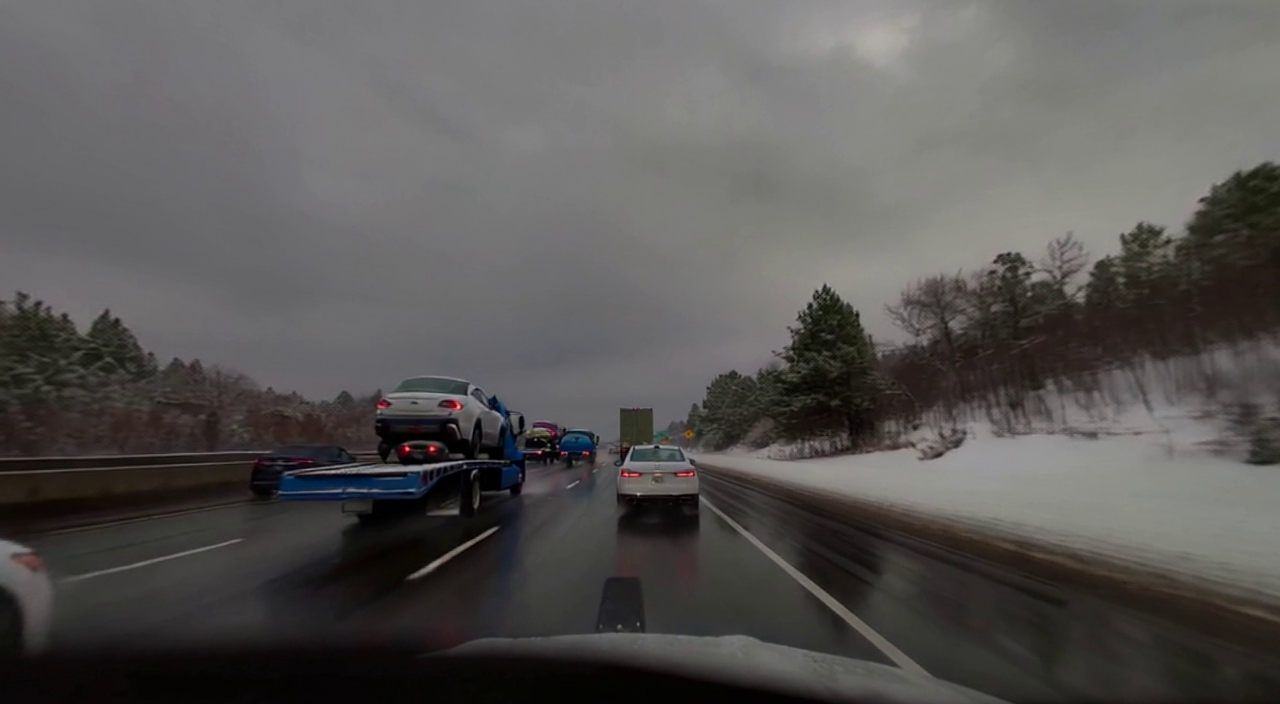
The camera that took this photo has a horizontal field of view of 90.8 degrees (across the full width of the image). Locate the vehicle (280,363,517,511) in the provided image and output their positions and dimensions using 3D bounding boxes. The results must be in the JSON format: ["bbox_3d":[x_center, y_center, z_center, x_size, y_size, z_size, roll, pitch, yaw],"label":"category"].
[{"bbox_3d":[-3.004,1.230,8.948,2.031,1.594,4.103,1,-9,-5],"label":"vehicle"}]

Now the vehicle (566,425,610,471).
[{"bbox_3d":[-3.281,6.270,41.276,2.289,2.710,6.726,0,-9,0],"label":"vehicle"}]

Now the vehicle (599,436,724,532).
[{"bbox_3d":[0.303,2.370,11.847,1.991,1.507,3.391,0,-9,-1],"label":"vehicle"}]
